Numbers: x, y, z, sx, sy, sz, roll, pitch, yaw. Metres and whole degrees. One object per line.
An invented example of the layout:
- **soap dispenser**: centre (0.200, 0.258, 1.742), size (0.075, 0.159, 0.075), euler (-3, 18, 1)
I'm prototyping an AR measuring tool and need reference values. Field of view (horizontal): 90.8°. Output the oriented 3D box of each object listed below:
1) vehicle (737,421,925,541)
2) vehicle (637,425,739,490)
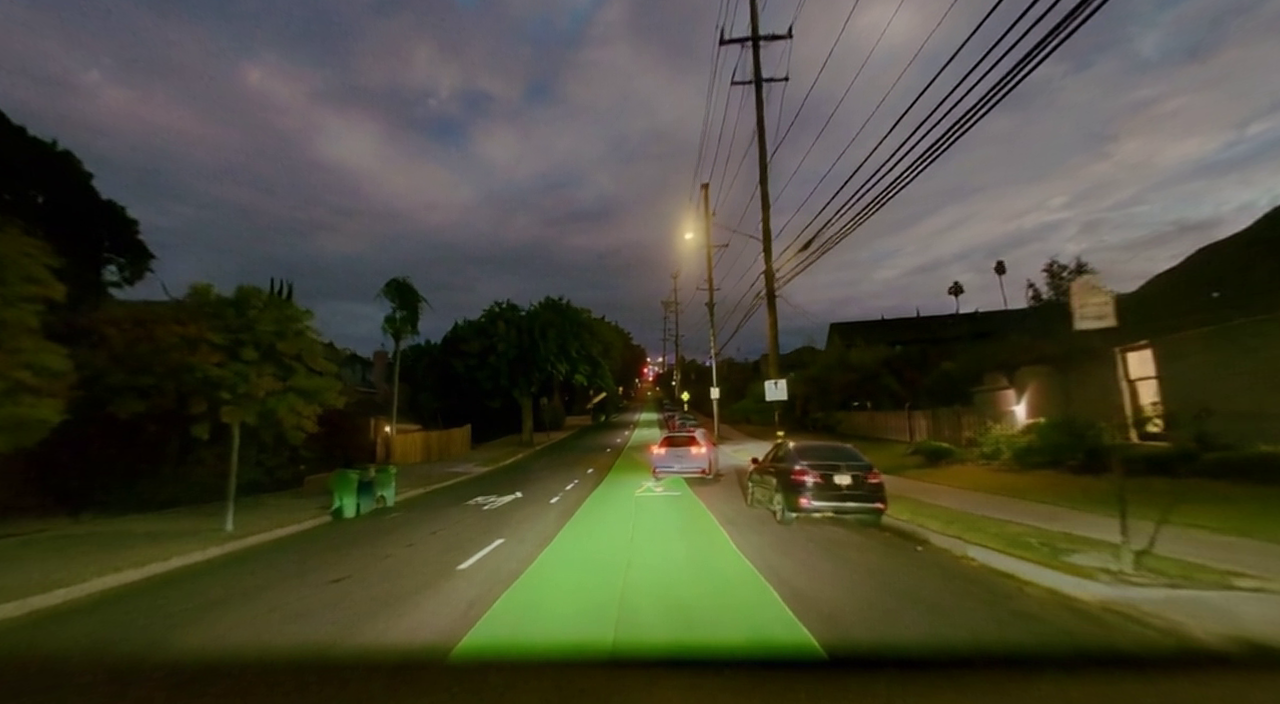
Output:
- **vehicle**: centre (3.084, 2.171, 11.329), size (1.909, 1.694, 4.472), euler (0, -8, -1)
- **vehicle**: centre (1.559, 2.972, 18.191), size (2.235, 1.500, 4.496), euler (1, -8, 13)
